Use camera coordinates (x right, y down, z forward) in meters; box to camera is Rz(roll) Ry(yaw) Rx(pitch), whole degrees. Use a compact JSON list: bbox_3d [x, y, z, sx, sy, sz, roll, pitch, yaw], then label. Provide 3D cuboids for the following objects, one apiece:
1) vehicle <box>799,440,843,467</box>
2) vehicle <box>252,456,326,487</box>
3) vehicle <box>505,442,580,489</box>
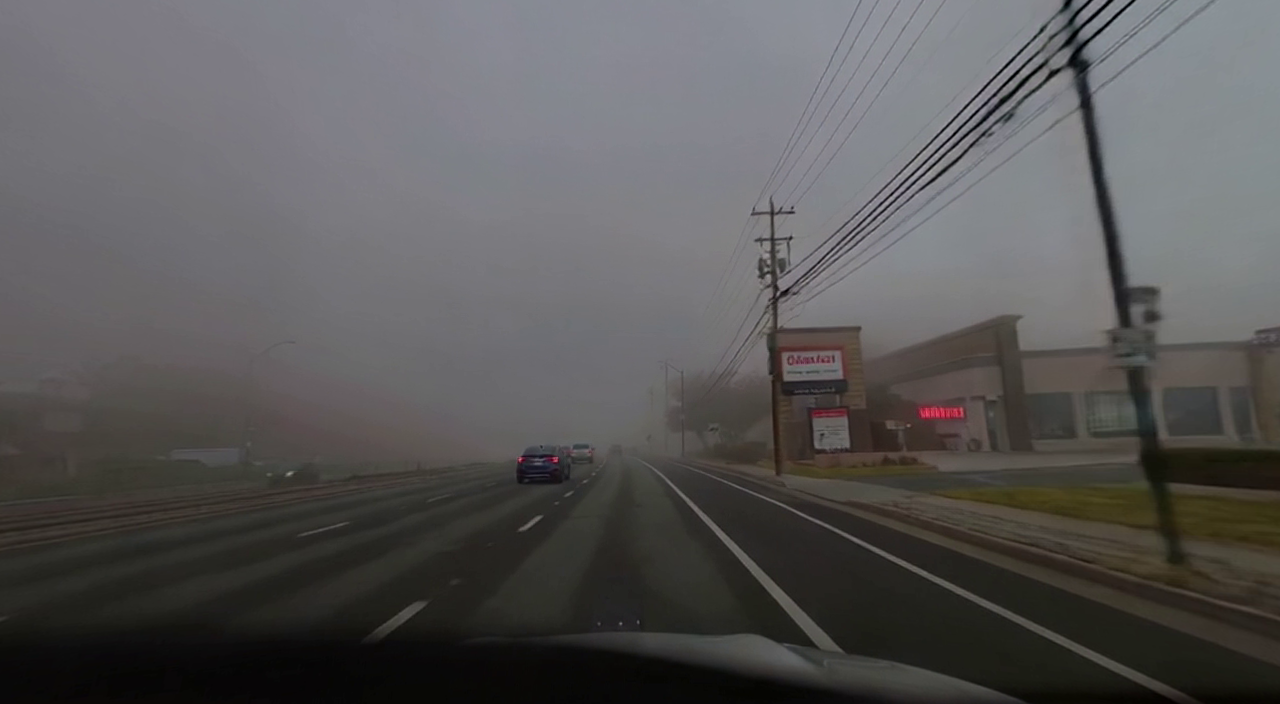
[{"bbox_3d":[12.198,6.842,42.682,1.894,1.671,4.290,-1,-8,4],"label":"vehicle"},{"bbox_3d":[-20.167,6.855,36.396,1.925,1.554,4.271,1,-9,-3],"label":"vehicle"},{"bbox_3d":[-3.301,3.926,22.221,1.942,1.469,4.426,0,-8,0],"label":"vehicle"}]
